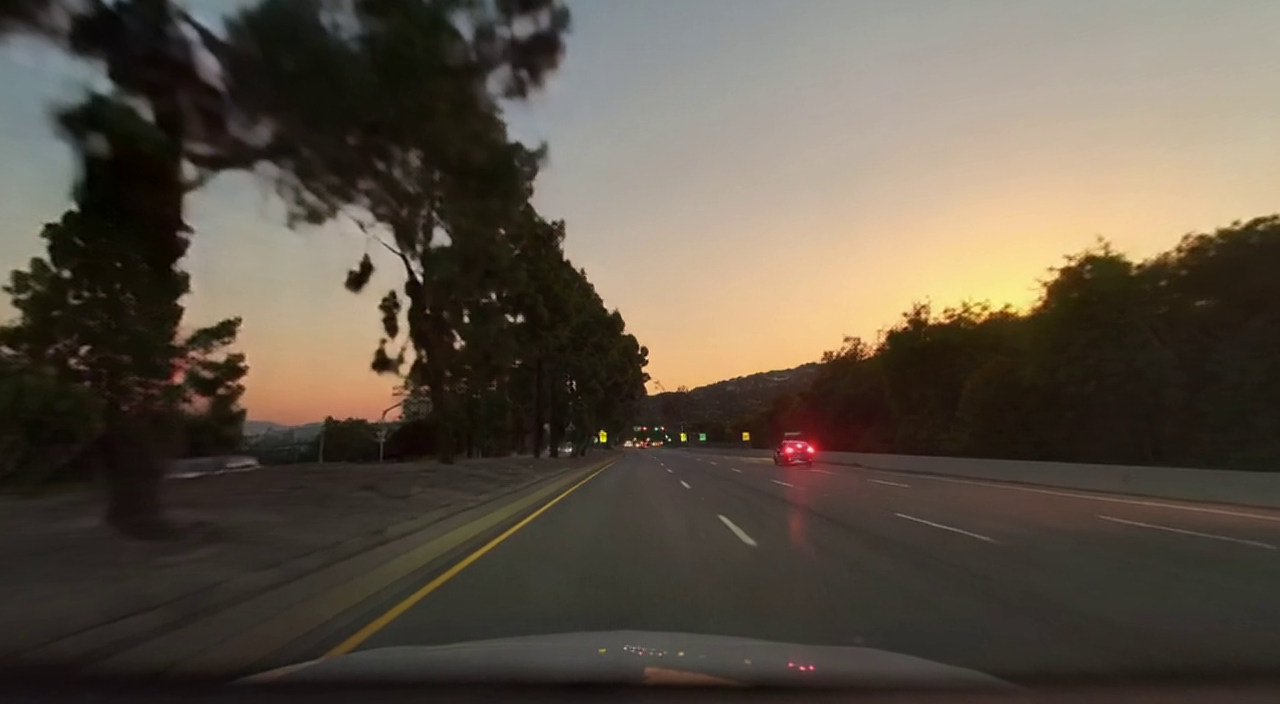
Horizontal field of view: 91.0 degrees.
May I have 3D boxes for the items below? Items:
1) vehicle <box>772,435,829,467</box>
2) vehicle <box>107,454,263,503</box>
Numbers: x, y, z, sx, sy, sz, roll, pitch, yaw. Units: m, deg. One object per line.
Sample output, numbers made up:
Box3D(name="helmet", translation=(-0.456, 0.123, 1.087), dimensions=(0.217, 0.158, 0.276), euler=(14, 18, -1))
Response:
Box3D(name="vehicle", translation=(9.652, 6.003, 38.324), dimensions=(2.170, 1.830, 4.720), euler=(0, -9, -1))
Box3D(name="vehicle", translation=(-15.576, 4.321, 21.956), dimensions=(1.972, 1.473, 4.632), euler=(0, -8, 0))
